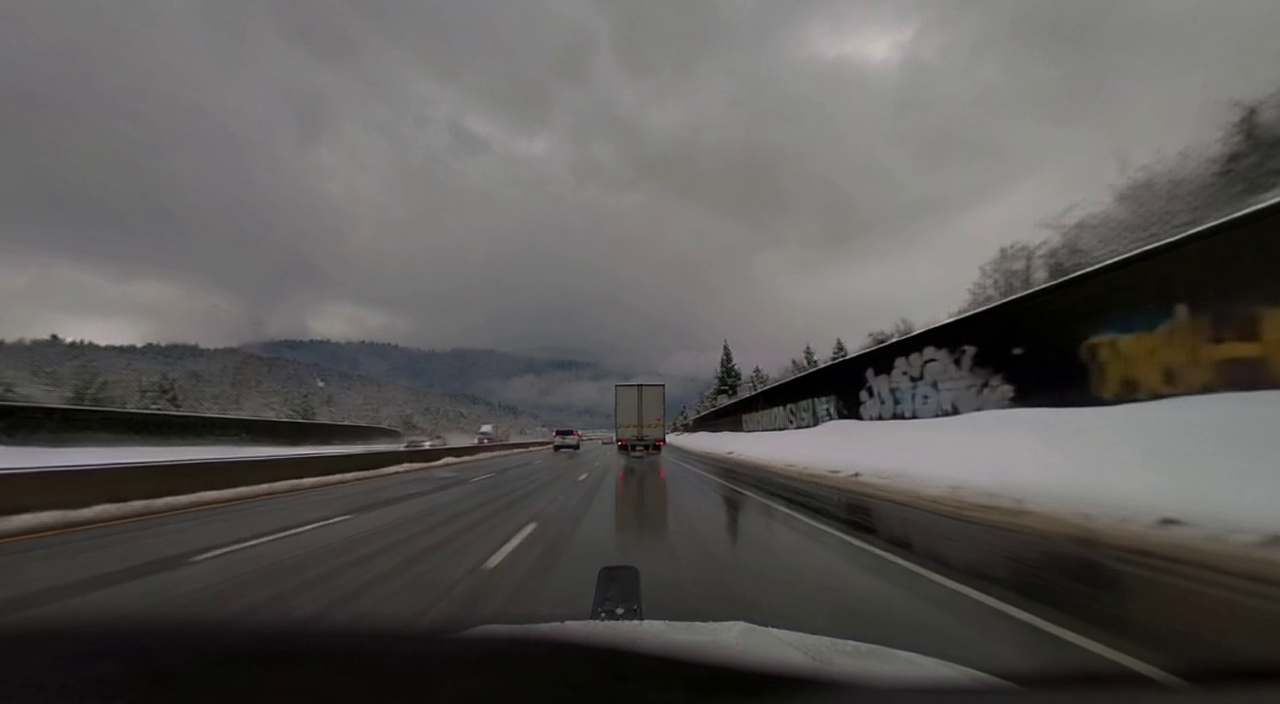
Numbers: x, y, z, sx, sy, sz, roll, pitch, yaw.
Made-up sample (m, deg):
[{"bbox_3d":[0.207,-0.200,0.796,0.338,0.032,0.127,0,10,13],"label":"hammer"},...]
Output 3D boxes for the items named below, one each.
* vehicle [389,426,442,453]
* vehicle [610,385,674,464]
[{"bbox_3d":[-15.765,6.166,44.527,2.030,1.734,4.748,0,-8,-1],"label":"vehicle"},{"bbox_3d":[-0.142,4.184,35.610,2.921,3.765,10.773,1,-8,-3],"label":"vehicle"}]
